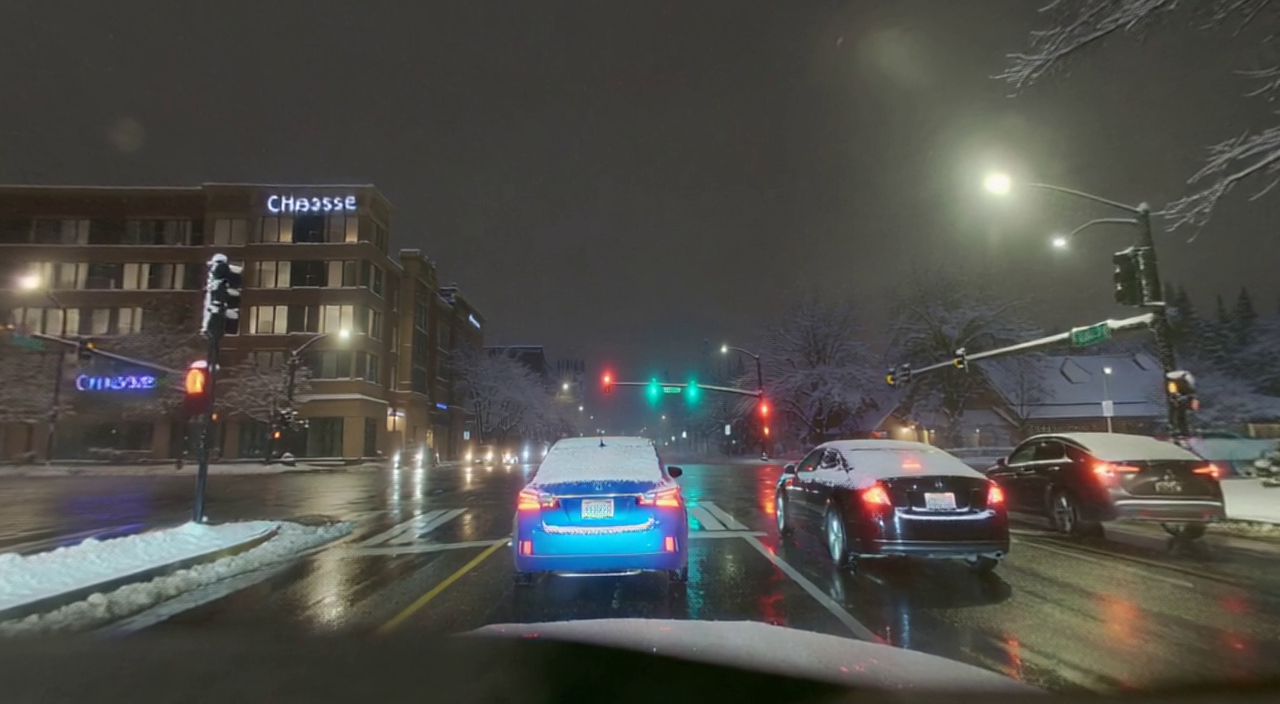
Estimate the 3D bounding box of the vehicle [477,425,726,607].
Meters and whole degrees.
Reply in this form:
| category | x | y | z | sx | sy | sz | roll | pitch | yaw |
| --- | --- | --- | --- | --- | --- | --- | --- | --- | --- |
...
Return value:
| category | x | y | z | sx | sy | sz | roll | pitch | yaw |
| --- | --- | --- | --- | --- | --- | --- | --- | --- | --- |
| vehicle | -0.369 | 1.653 | 7.291 | 2.059 | 1.477 | 3.988 | 0 | -8 | -1 |

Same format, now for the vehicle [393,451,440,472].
| category | x | y | z | sx | sy | sz | roll | pitch | yaw |
| --- | --- | --- | --- | --- | --- | --- | --- | --- | --- |
| vehicle | -17.142 | 8.365 | 48.550 | 2.048 | 1.463 | 4.530 | 0 | -8 | -1 |

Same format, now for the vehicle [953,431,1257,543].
| category | x | y | z | sx | sy | sz | roll | pitch | yaw |
| --- | --- | --- | --- | --- | --- | --- | --- | --- | --- |
| vehicle | 7.443 | 2.164 | 10.790 | 1.908 | 1.517 | 4.182 | 0 | -8 | -1 |

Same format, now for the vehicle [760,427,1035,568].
| category | x | y | z | sx | sy | sz | roll | pitch | yaw |
| --- | --- | --- | --- | --- | --- | --- | --- | --- | --- |
| vehicle | 3.214 | 1.888 | 8.973 | 2.042 | 1.508 | 4.109 | 0 | -8 | -2 |
